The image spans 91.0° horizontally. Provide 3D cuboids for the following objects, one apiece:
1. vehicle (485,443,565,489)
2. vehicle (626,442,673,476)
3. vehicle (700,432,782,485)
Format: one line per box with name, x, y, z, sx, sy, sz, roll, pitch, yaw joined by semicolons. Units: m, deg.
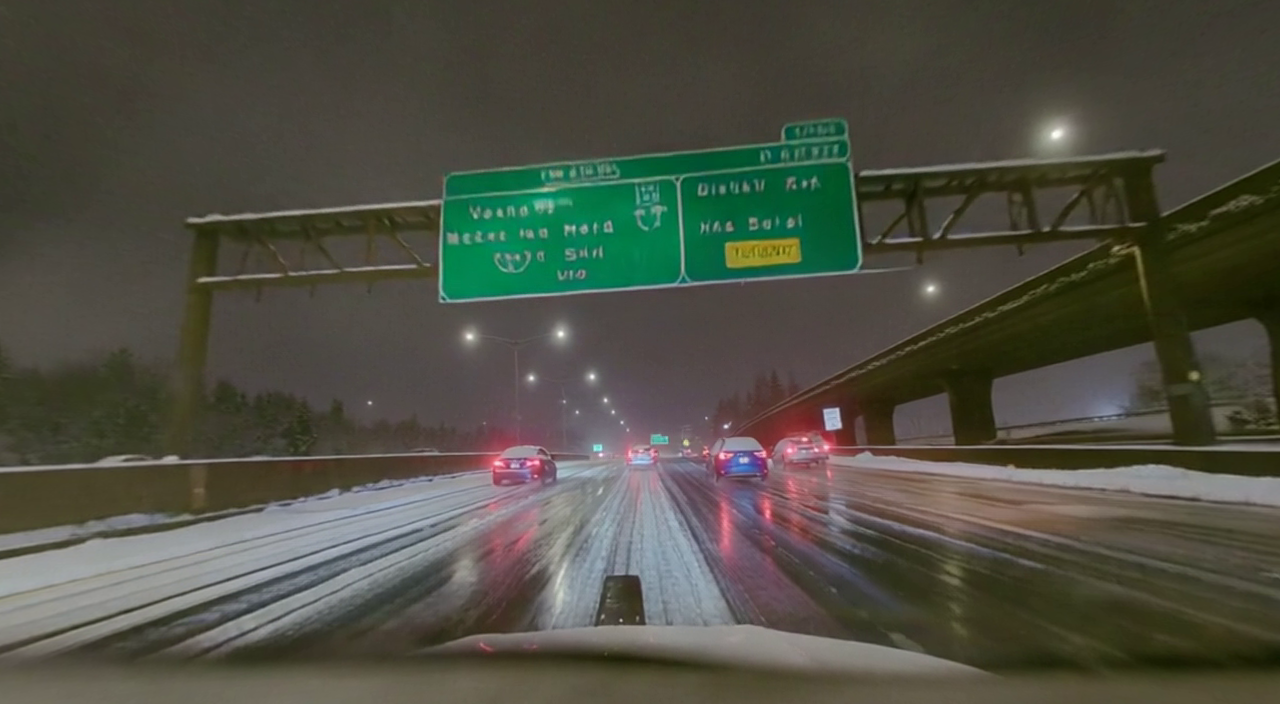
vehicle;-4.000;4.036;22.656;2.031;1.491;4.145;0;-8;1
vehicle;0.425;5.072;30.029;2.089;1.493;3.964;0;-8;0
vehicle;3.533;3.832;22.958;2.202;1.748;4.158;0;-8;-1
